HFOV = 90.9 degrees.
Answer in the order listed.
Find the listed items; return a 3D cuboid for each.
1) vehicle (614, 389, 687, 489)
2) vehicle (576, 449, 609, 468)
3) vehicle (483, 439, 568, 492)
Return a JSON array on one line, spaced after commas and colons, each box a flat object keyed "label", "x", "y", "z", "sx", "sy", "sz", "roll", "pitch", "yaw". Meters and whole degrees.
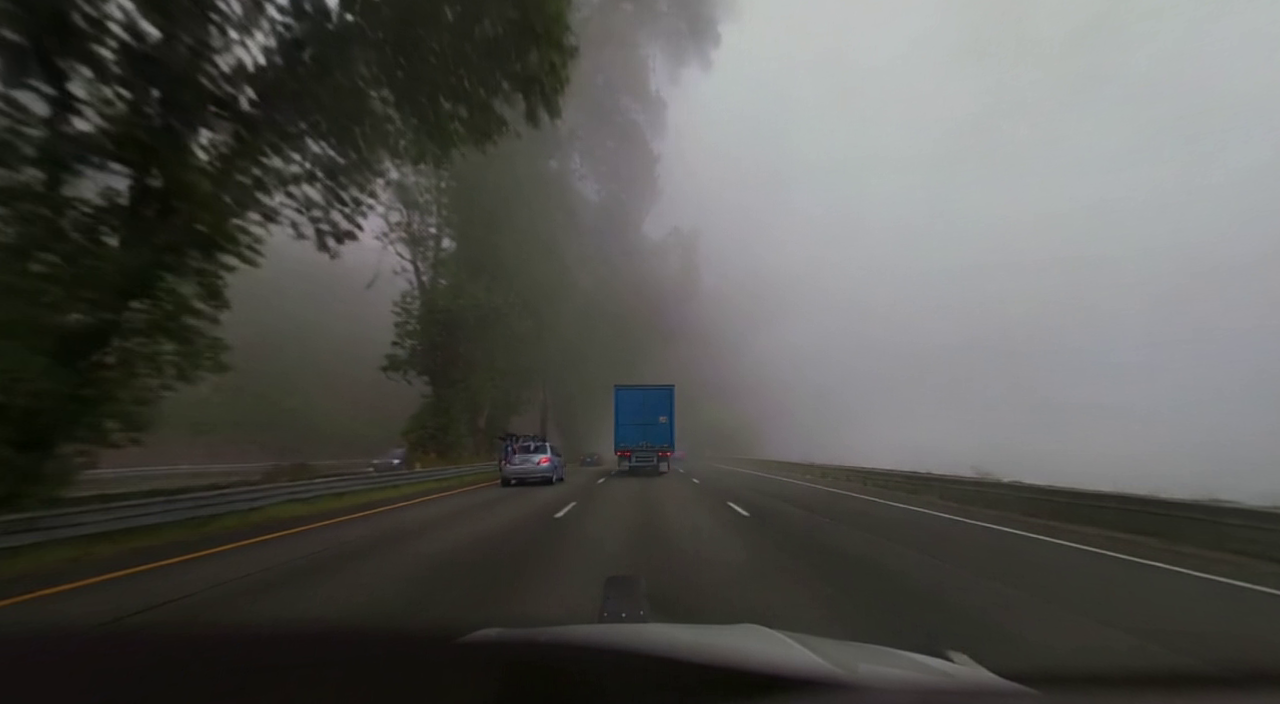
[{"label": "vehicle", "x": 0.493, "y": 4.110, "z": 29.288, "sx": 2.821, "sy": 3.878, "sz": 8.925, "roll": 0, "pitch": -9, "yaw": 1}, {"label": "vehicle", "x": -3.692, "y": 8.429, "z": 49.972, "sx": 2.133, "sy": 1.358, "sz": 4.870, "roll": 0, "pitch": -9, "yaw": 2}, {"label": "vehicle", "x": -3.878, "y": 3.950, "z": 22.262, "sx": 2.018, "sy": 1.632, "sz": 4.722, "roll": 0, "pitch": -9, "yaw": 1}]
